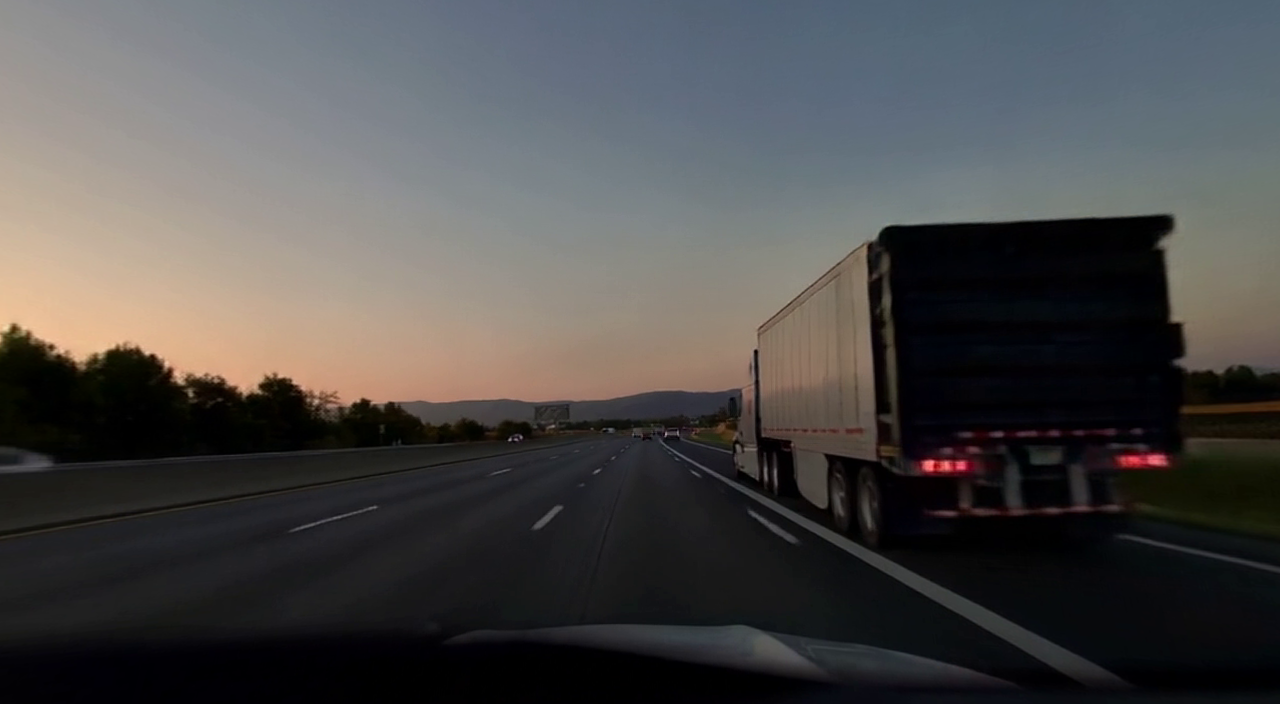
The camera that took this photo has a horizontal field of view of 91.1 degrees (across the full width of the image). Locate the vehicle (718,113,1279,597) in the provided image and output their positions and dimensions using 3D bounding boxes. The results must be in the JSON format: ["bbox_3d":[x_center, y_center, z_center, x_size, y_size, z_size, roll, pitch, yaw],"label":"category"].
[{"bbox_3d":[3.692,0.746,10.769,3.446,3.698,12.089,0,-8,1],"label":"vehicle"}]
